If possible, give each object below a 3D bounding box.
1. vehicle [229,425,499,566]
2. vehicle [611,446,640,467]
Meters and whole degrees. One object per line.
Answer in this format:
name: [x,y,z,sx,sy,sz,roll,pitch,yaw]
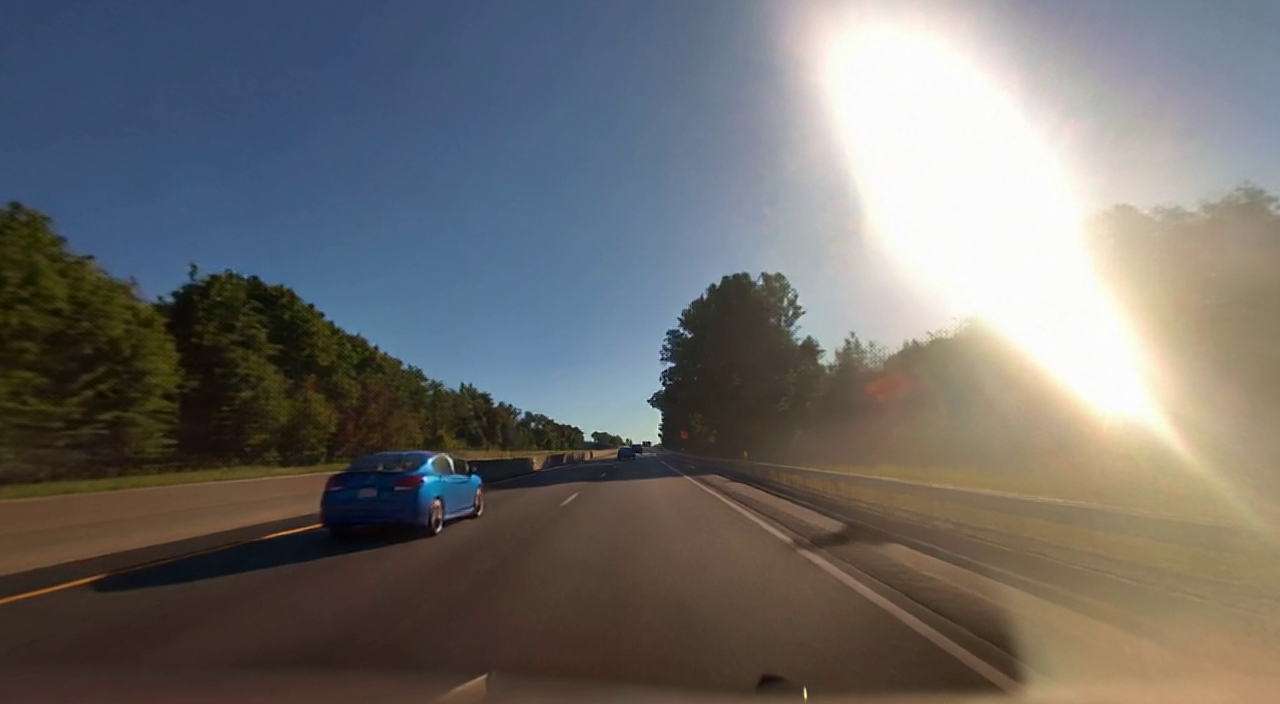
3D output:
vehicle: [-3.603,1.938,9.264,2.088,1.586,4.000,0,-8,1]
vehicle: [-1.017,7.508,45.513,1.917,1.450,3.997,0,-8,2]
